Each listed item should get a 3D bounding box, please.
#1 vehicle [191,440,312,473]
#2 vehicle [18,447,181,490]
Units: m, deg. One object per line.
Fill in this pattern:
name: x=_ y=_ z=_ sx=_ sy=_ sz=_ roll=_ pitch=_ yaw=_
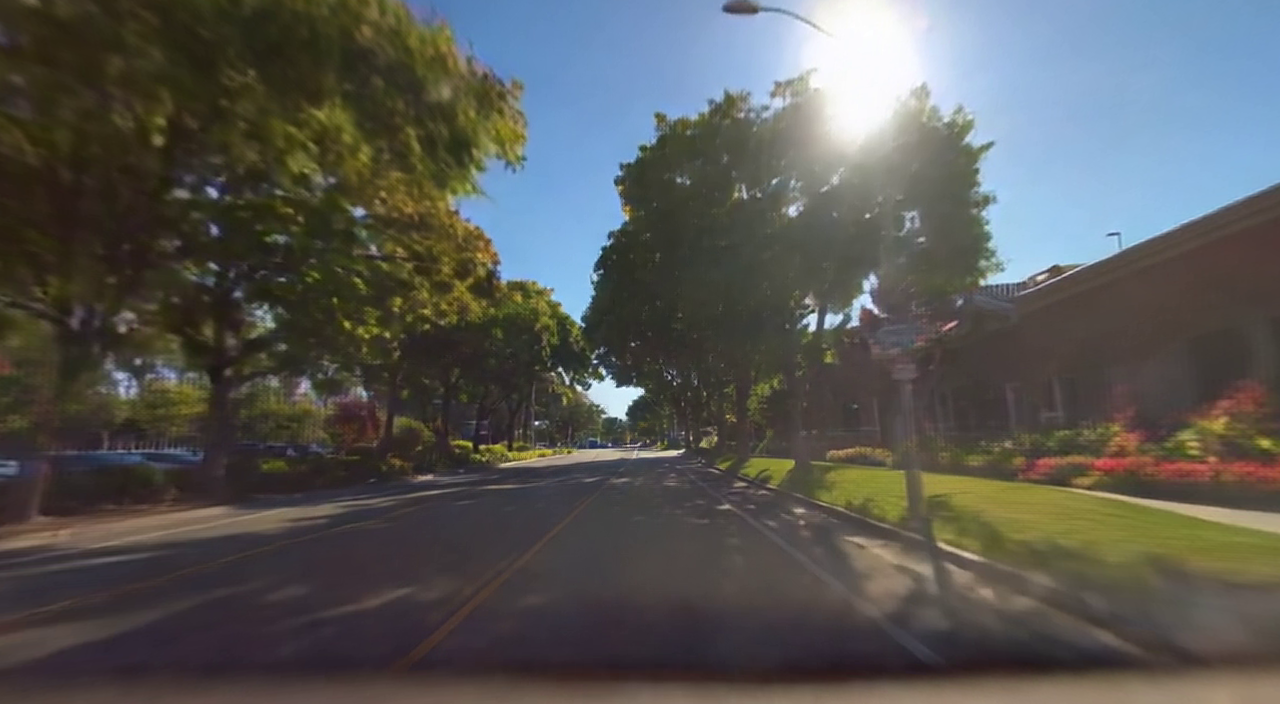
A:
vehicle: x=-19.105 y=5.122 z=31.138 sx=4.606 sy=1.544 sz=1.965 roll=0 pitch=-8 yaw=-1
vehicle: x=-19.370 y=4.177 z=22.733 sx=4.005 sy=1.433 sz=1.953 roll=0 pitch=-8 yaw=0
